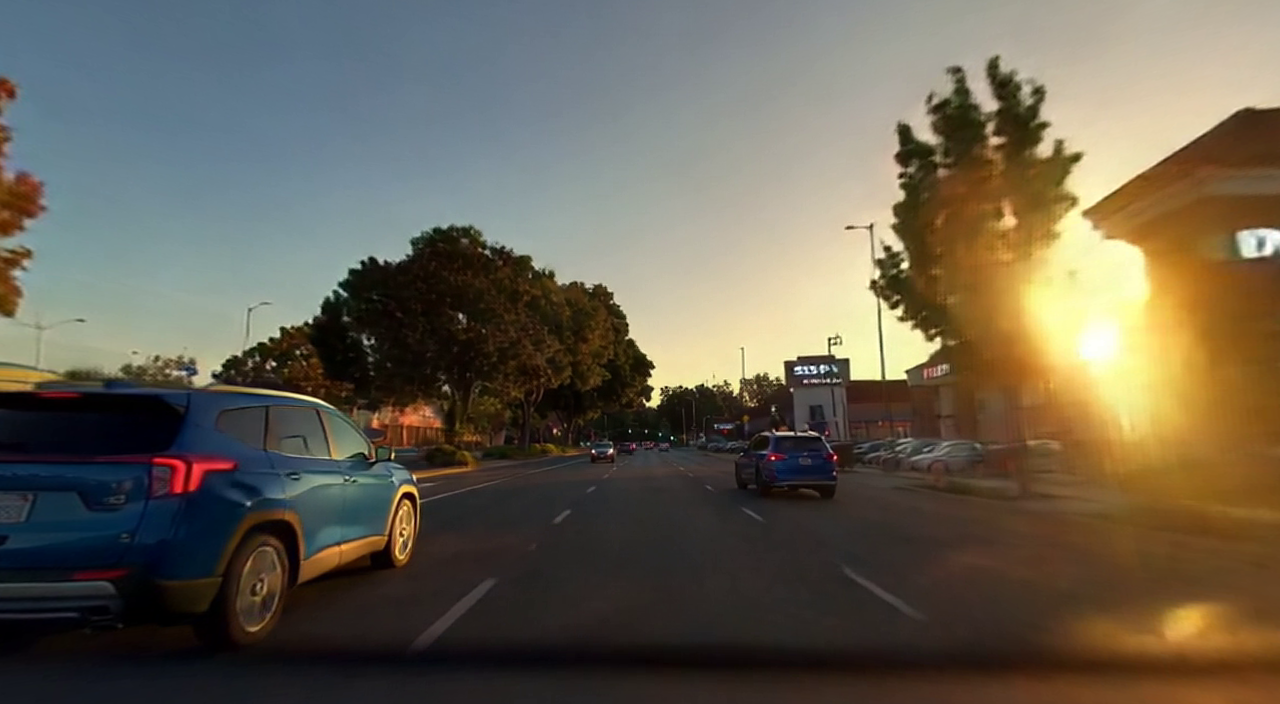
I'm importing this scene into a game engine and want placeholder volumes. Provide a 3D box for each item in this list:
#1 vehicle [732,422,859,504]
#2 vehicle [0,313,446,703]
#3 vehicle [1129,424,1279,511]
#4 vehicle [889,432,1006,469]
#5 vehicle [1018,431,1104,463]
[{"bbox_3d":[3.737,2.767,16.084,2.024,1.773,4.431,0,-8,-1],"label":"vehicle"},{"bbox_3d":[-3.534,1.114,5.386,2.210,1.925,4.838,0,-8,0],"label":"vehicle"},{"bbox_3d":[13.253,2.361,13.177,1.880,1.671,5.180,-1,-8,0],"label":"vehicle"},{"bbox_3d":[14.993,4.836,30.967,4.647,1.725,1.991,0,-8,1],"label":"vehicle"},{"bbox_3d":[24.884,5.632,37.494,1.910,1.785,4.862,0,-8,2],"label":"vehicle"}]
